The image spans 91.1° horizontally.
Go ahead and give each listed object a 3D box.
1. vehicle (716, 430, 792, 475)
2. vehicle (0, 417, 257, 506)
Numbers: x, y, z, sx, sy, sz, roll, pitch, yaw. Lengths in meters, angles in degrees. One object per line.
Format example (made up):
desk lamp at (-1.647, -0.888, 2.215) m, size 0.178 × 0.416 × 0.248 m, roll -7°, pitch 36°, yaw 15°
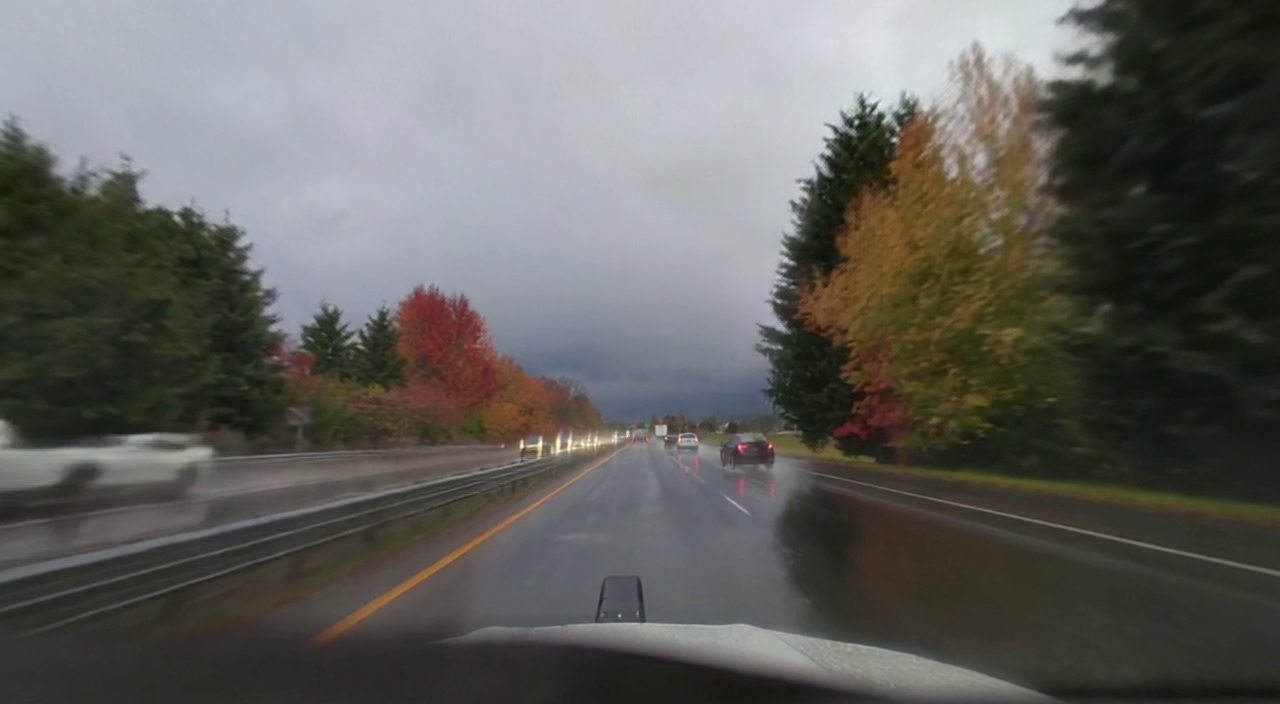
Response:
vehicle at (4.193, 3.779, 23.843) m, size 2.024 × 1.516 × 4.197 m, roll 0°, pitch -8°, yaw -1°
vehicle at (-13.231, 2.848, 16.903) m, size 2.121 × 1.933 × 5.948 m, roll -1°, pitch -8°, yaw 0°
